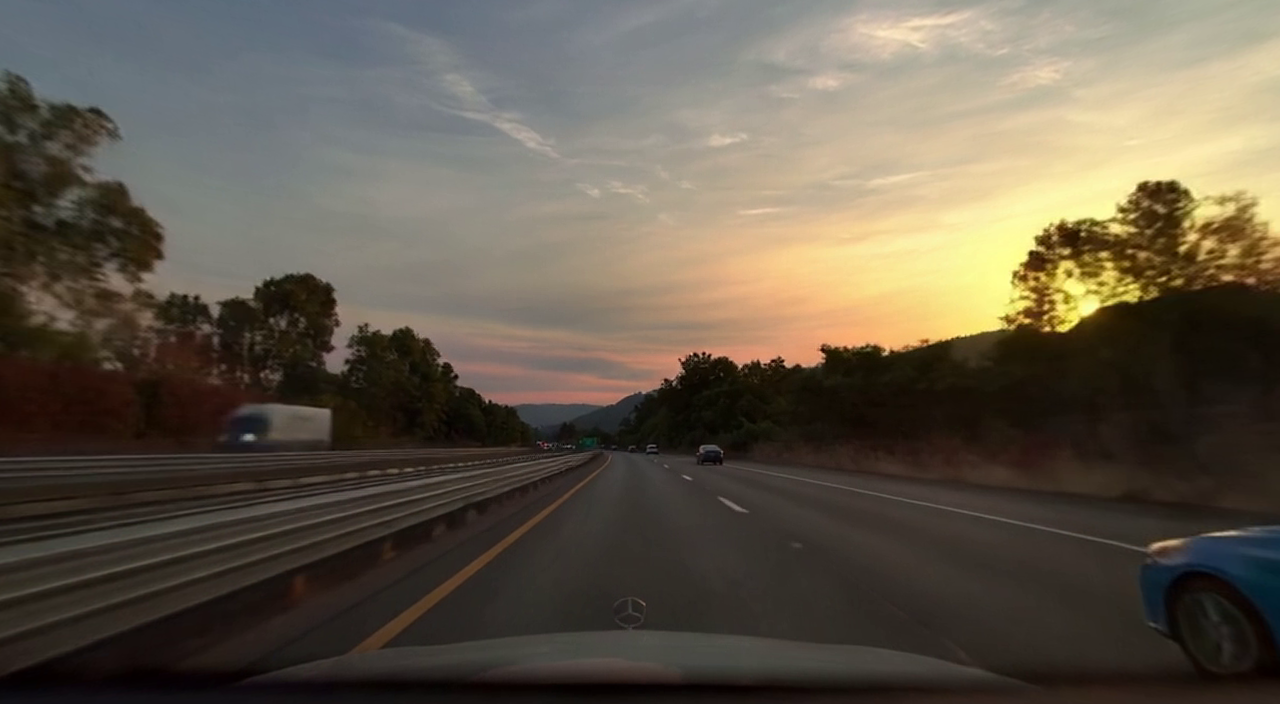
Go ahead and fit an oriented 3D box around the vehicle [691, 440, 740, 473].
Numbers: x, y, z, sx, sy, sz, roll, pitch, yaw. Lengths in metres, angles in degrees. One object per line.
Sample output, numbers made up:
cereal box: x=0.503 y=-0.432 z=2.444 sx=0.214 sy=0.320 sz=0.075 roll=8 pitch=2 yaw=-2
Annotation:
vehicle: x=3.732 y=5.270 z=31.868 sx=1.945 sy=1.538 sz=3.729 roll=0 pitch=-8 yaw=-1
